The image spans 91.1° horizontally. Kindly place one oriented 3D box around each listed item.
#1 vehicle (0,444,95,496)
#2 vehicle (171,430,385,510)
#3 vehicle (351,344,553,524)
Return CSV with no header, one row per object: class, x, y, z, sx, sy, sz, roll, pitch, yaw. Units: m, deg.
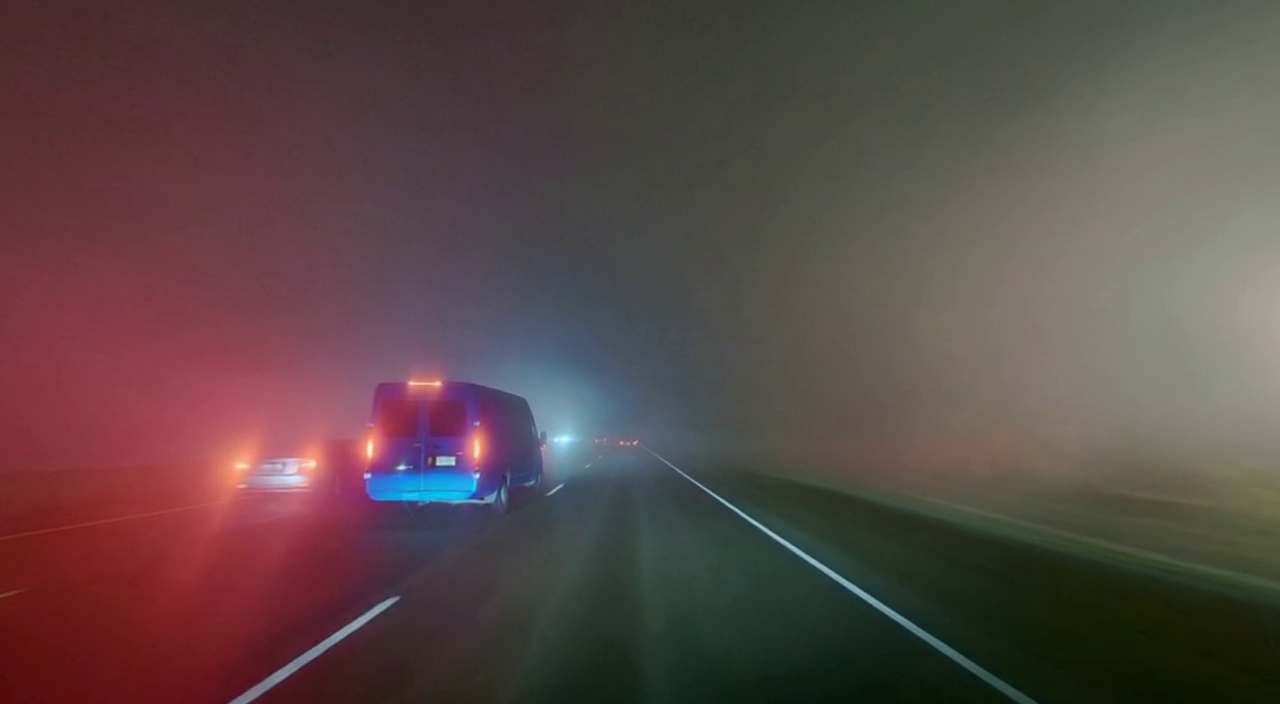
vehicle,-19.739,3.620,19.398,1.903,1.470,4.473,0,-8,-2
vehicle,-7.668,2.509,14.071,1.994,1.466,4.837,0,-8,-1
vehicle,-3.420,1.748,13.516,2.428,2.782,7.330,0,-8,-3
